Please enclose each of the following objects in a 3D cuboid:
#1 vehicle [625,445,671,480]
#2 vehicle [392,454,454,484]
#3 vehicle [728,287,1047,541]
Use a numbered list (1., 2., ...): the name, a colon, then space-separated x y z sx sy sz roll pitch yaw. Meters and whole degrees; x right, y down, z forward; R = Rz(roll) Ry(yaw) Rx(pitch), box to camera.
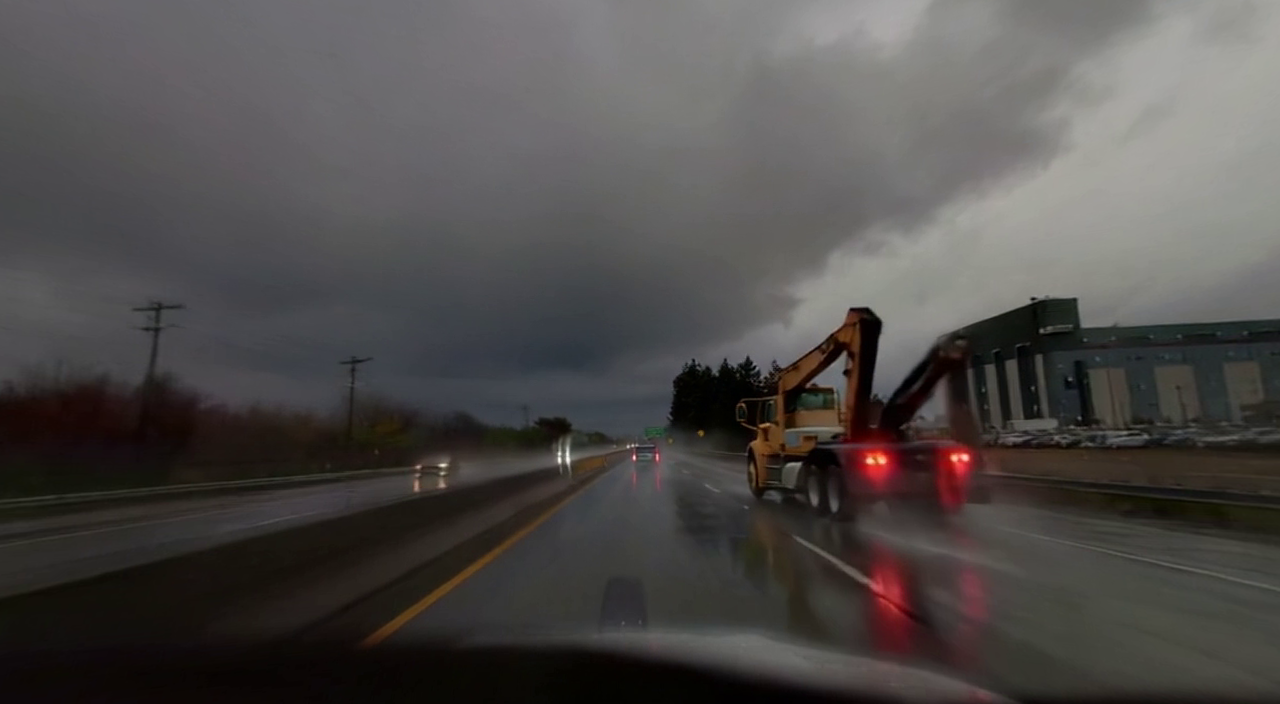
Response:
1. vehicle: 0.368 5.197 29.886 2.045 1.527 4.023 0 -9 0
2. vehicle: -12.125 6.547 35.535 1.927 1.493 4.426 0 -9 0
3. vehicle: 3.996 1.447 12.926 3.089 3.568 8.101 0 -9 -1
